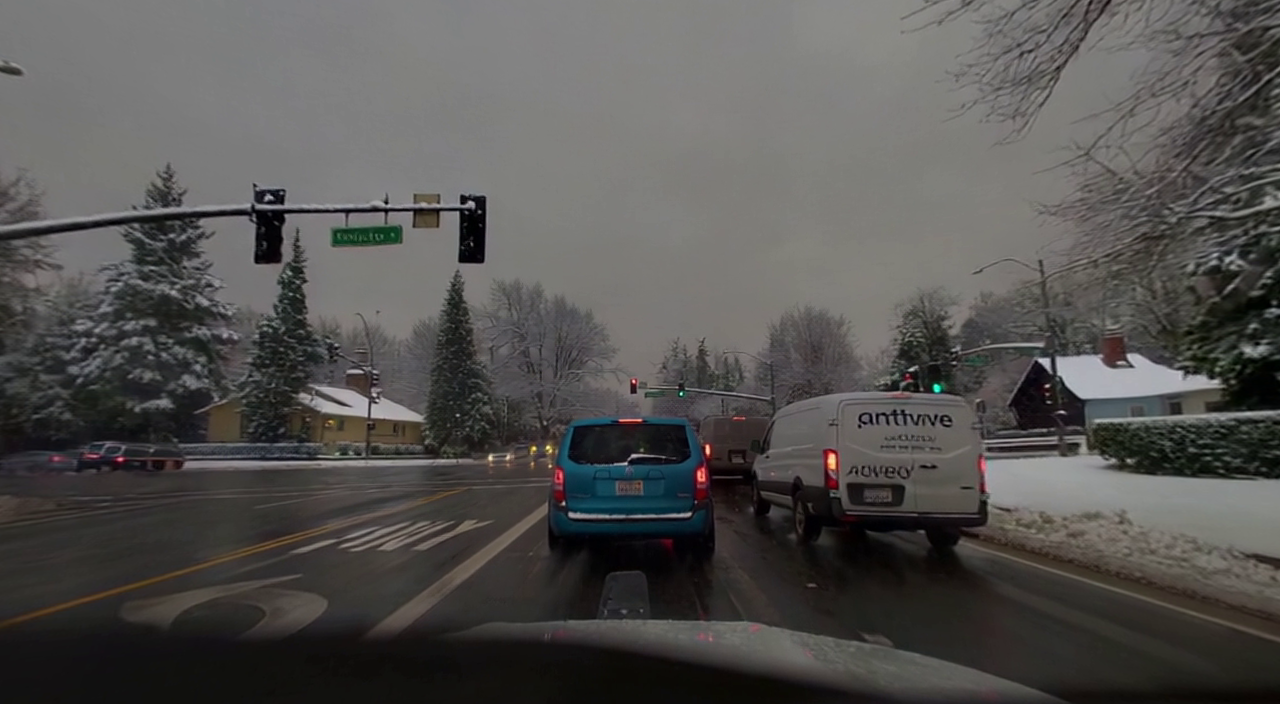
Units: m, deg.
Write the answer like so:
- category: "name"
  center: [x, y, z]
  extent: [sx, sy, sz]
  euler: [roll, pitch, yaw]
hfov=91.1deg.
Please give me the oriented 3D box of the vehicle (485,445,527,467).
- category: "vehicle"
  center: [-9.765, 7.592, 46.020]
  extent: [1.881, 1.515, 4.262]
  euler: [-1, -8, 3]

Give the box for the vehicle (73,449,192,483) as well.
- category: "vehicle"
  center: [-25.253, 5.678, 31.379]
  extent: [4.073, 1.603, 1.920]
  euler: [1, -9, -9]

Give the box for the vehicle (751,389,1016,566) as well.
- category: "vehicle"
  center: [3.045, 1.683, 9.067]
  extent: [2.059, 1.924, 4.257]
  euler: [0, -8, 0]

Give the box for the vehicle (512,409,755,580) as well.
- category: "vehicle"
  center: [-0.052, 1.688, 8.262]
  extent: [2.321, 1.624, 4.367]
  euler: [0, -8, 0]
